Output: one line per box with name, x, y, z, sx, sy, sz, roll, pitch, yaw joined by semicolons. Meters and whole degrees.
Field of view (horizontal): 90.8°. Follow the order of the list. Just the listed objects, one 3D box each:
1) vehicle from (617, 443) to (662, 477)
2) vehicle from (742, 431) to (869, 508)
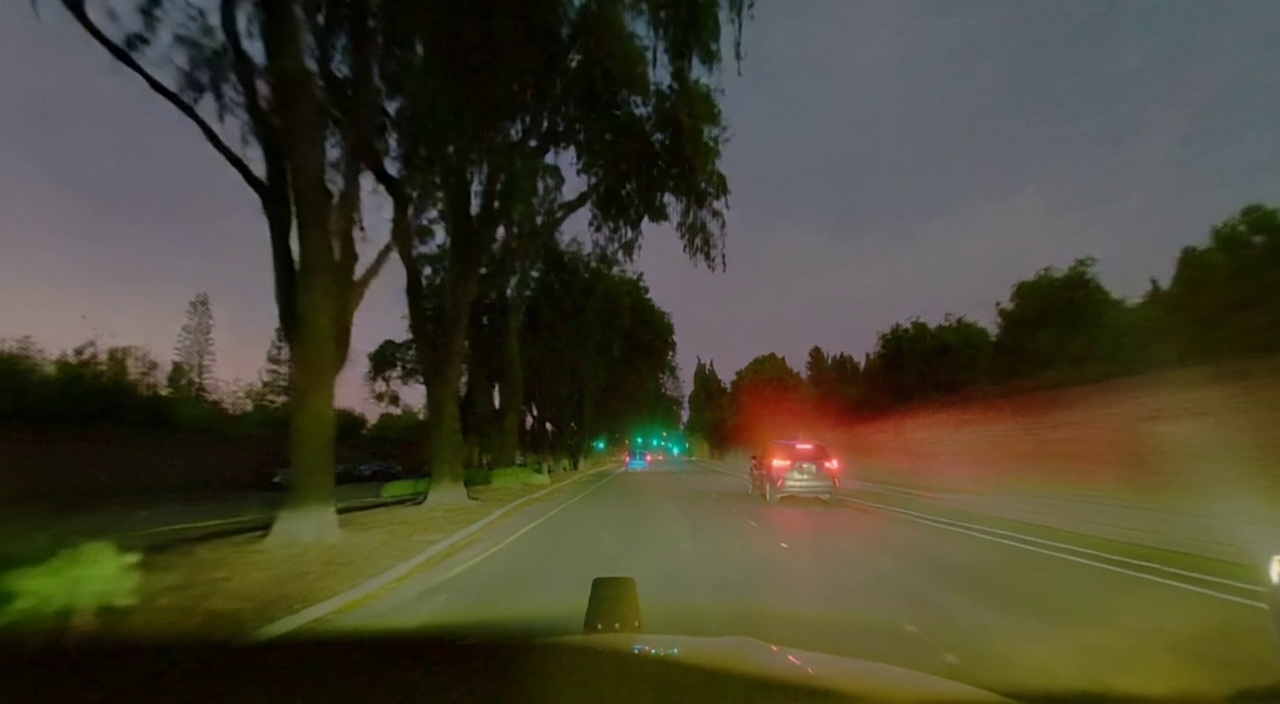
vehicle;-0.055;6.104;35.994;2.391;1.739;3.837;0;-8;-1
vehicle;4.226;3.071;17.040;2.155;1.752;4.456;0;-8;-1
